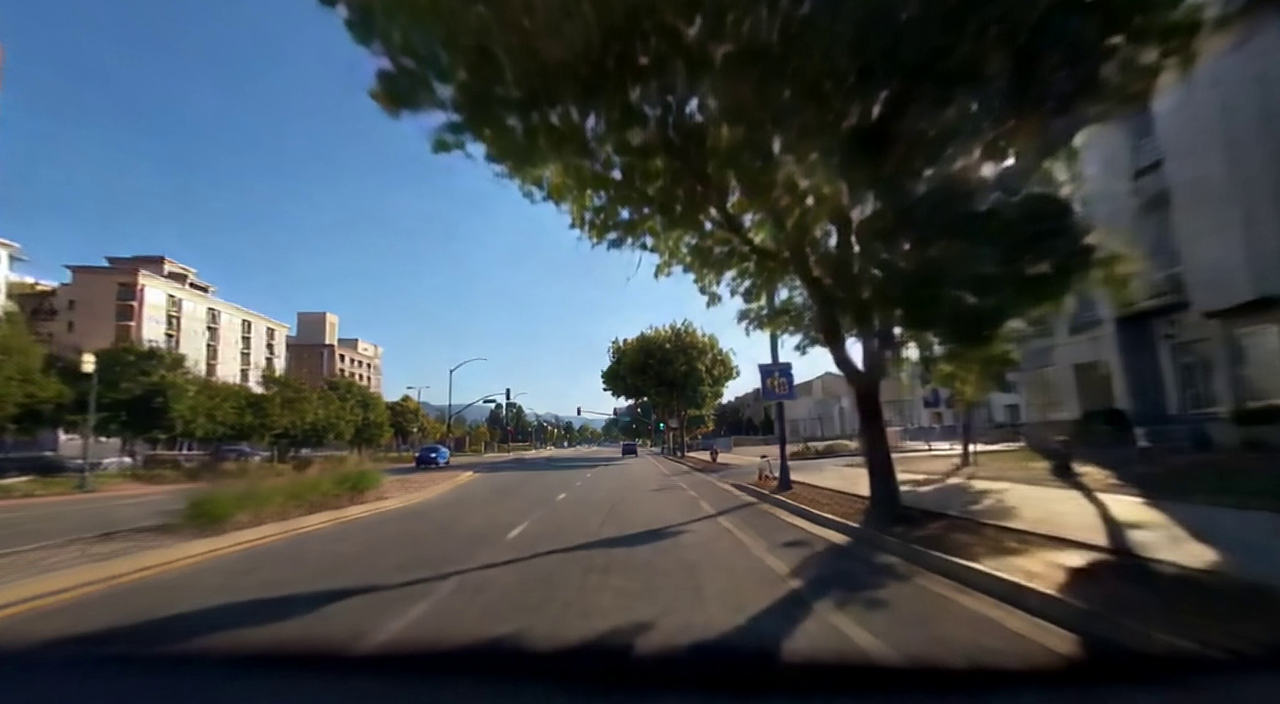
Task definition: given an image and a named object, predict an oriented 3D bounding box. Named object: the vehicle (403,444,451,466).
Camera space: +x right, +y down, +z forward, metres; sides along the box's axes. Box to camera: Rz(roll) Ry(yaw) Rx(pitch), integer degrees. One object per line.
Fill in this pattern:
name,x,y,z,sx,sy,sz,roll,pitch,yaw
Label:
vehicle,-15.225,7.392,45.454,1.898,1.469,4.577,0,-9,0
